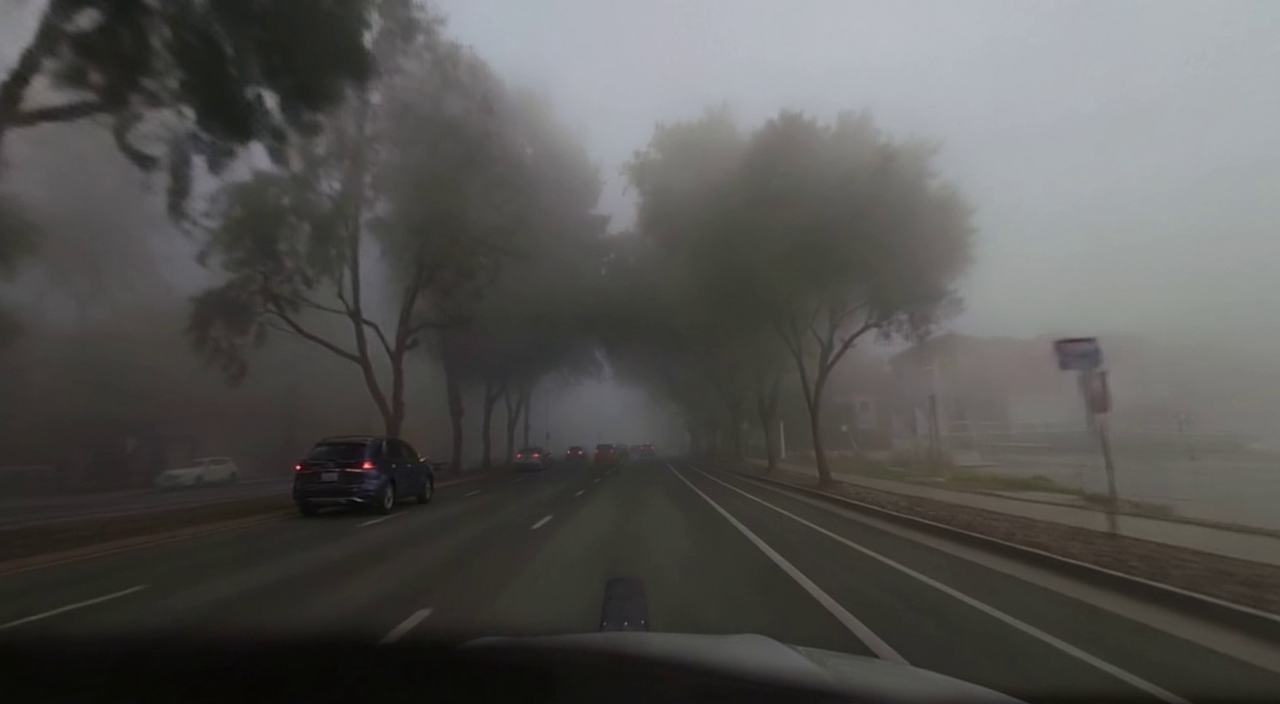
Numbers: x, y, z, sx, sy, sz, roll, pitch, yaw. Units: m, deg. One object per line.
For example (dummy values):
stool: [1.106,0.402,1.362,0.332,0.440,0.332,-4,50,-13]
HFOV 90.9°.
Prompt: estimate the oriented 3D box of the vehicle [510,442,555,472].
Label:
vehicle: [-6.509,6.363,38.504,1.985,1.708,4.310,0,-9,0]

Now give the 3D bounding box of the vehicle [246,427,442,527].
vehicle: [-6.008,2.571,13.559,2.123,1.761,4.322,0,-9,0]

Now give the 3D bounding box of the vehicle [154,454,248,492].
vehicle: [-25.231,6.916,36.474,2.031,1.862,4.761,-1,-8,0]
